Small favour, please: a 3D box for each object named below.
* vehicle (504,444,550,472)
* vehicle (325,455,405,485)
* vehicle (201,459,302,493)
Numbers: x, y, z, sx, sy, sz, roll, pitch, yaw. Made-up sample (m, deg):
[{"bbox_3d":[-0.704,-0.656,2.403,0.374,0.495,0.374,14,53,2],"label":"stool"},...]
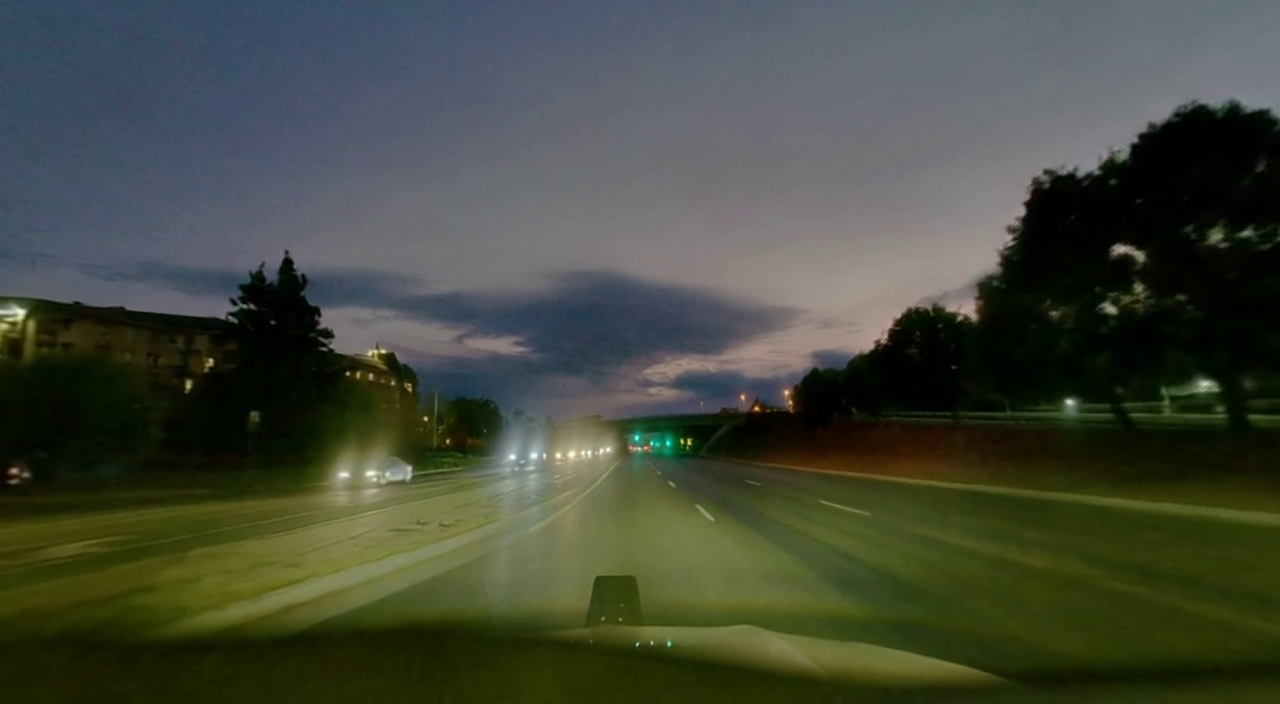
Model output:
[{"bbox_3d":[-8.480,7.954,47.809,2.312,1.970,5.878,0,-9,1],"label":"vehicle"},{"bbox_3d":[-15.157,6.510,35.214,2.167,1.506,4.924,0,-9,1],"label":"vehicle"},{"bbox_3d":[-19.057,6.074,31.289,2.001,1.468,4.746,0,-9,0],"label":"vehicle"}]
